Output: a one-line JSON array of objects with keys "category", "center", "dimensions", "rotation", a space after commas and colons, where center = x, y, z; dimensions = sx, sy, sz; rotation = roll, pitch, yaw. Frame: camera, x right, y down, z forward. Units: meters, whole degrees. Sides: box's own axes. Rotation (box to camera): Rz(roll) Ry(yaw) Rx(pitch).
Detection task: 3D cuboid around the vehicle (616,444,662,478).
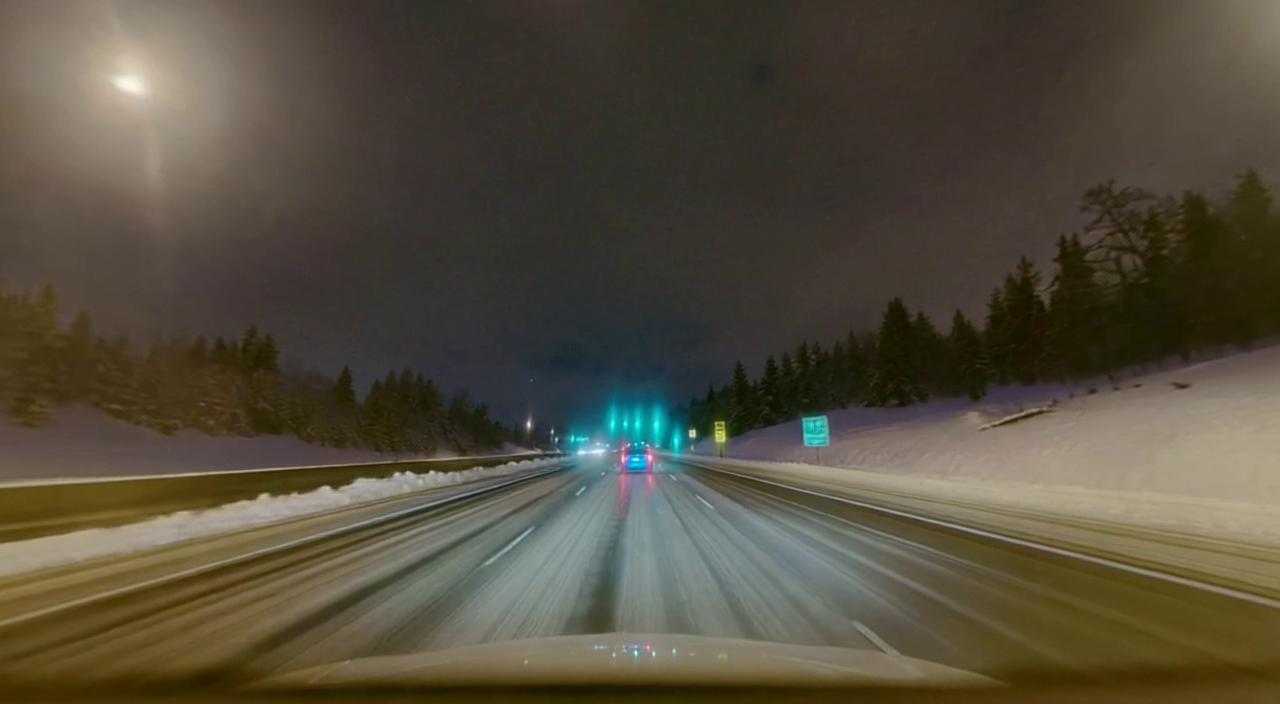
[{"category": "vehicle", "center": [-0.084, 5.232, 30.364], "dimensions": [2.055, 1.501, 4.321], "rotation": [0, -9, 0]}]
